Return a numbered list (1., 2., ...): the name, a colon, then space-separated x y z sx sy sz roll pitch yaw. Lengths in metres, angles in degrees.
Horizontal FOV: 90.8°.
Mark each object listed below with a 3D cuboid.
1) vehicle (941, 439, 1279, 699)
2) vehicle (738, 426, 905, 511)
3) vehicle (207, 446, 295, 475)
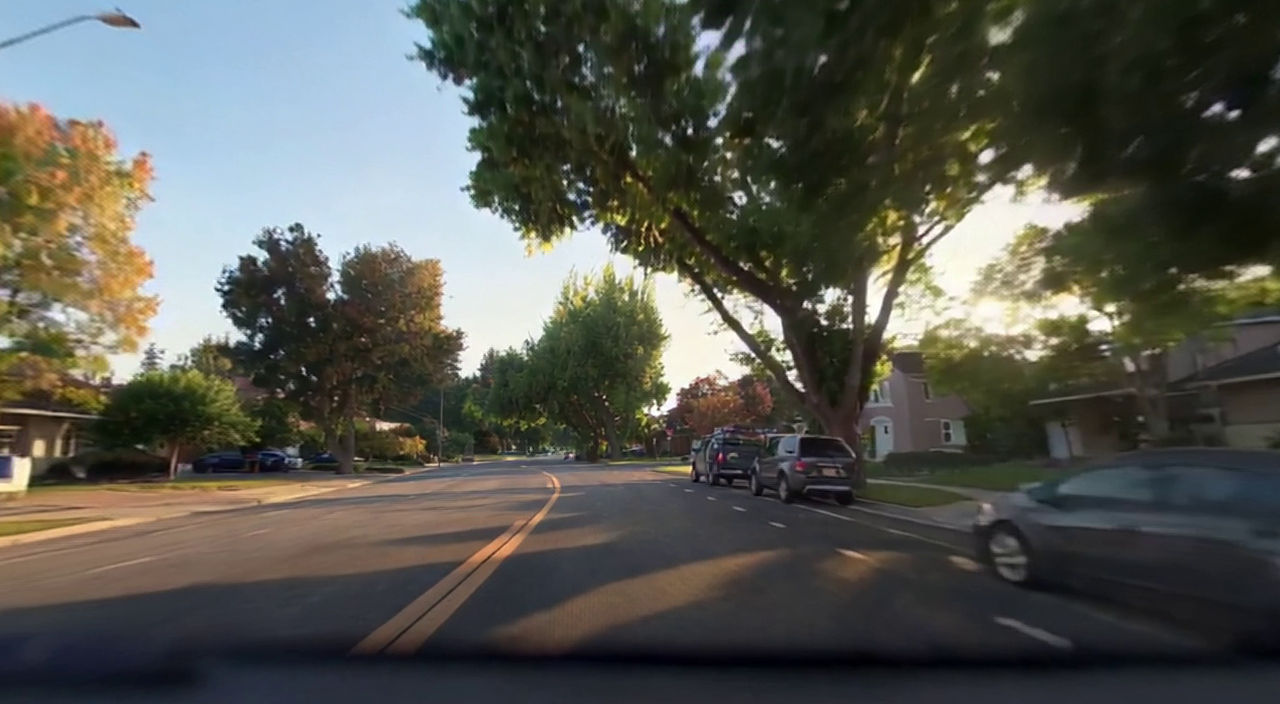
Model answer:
1. vehicle: 5.405 1.610 5.497 2.713 1.671 4.939 1 -8 -7
2. vehicle: 5.089 3.428 19.248 2.670 2.085 6.775 1 -9 -4
3. vehicle: -28.309 7.890 46.136 4.975 1.847 2.096 0 -8 -16
